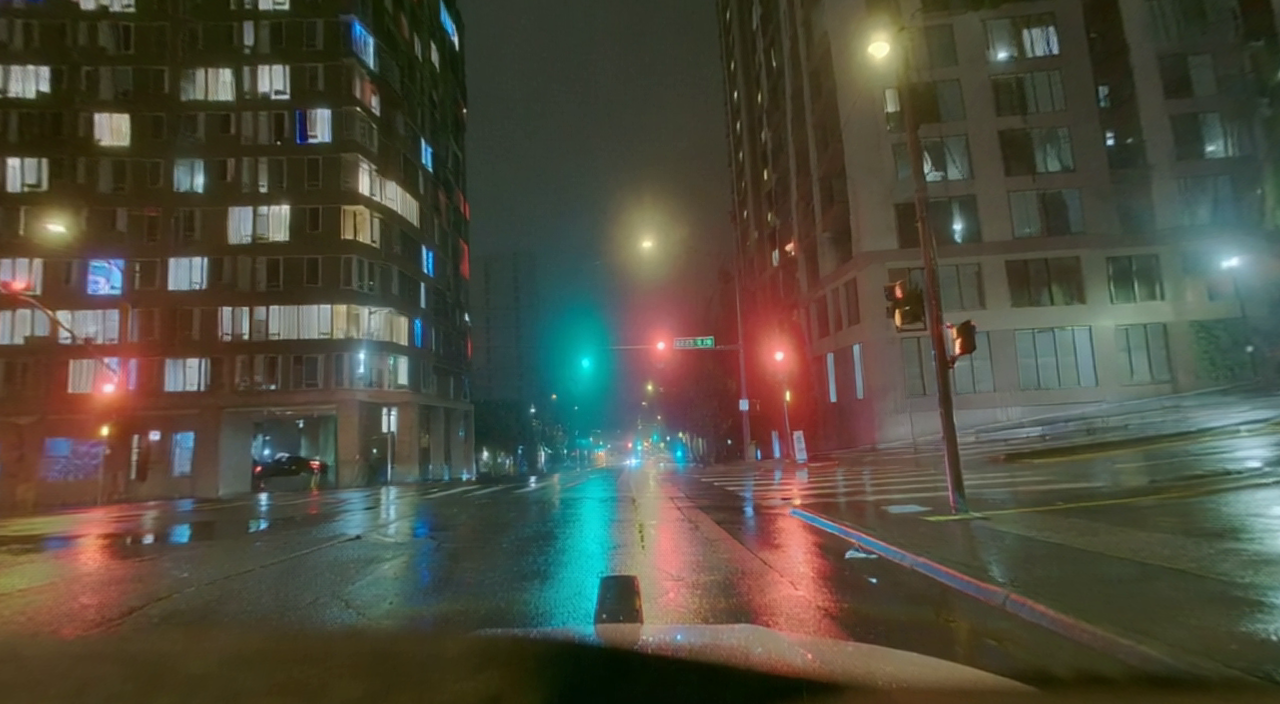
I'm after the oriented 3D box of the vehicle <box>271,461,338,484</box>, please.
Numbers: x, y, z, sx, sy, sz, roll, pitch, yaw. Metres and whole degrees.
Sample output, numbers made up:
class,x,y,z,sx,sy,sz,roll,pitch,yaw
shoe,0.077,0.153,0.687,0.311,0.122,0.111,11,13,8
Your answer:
class,x,y,z,sx,sy,sz,roll,pitch,yaw
vehicle,-24.652,8.820,46.289,3.882,1.600,1.768,0,-9,2
